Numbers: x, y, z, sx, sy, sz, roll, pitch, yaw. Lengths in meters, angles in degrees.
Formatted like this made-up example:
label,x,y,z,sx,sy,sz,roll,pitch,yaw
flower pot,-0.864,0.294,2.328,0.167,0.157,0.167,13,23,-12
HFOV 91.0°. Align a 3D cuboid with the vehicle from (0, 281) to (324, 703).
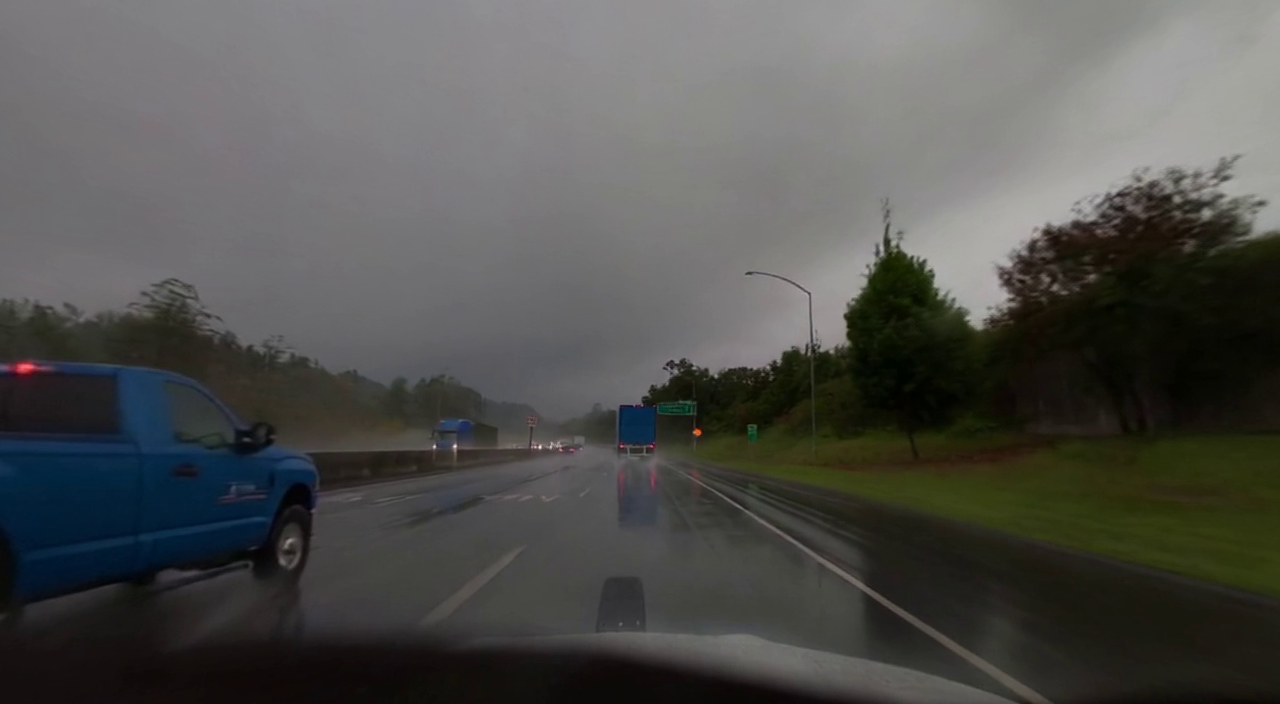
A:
label,x,y,z,sx,sy,sz,roll,pitch,yaw
vehicle,-3.646,0.636,2.927,2.044,1.740,4.361,0,-9,0
